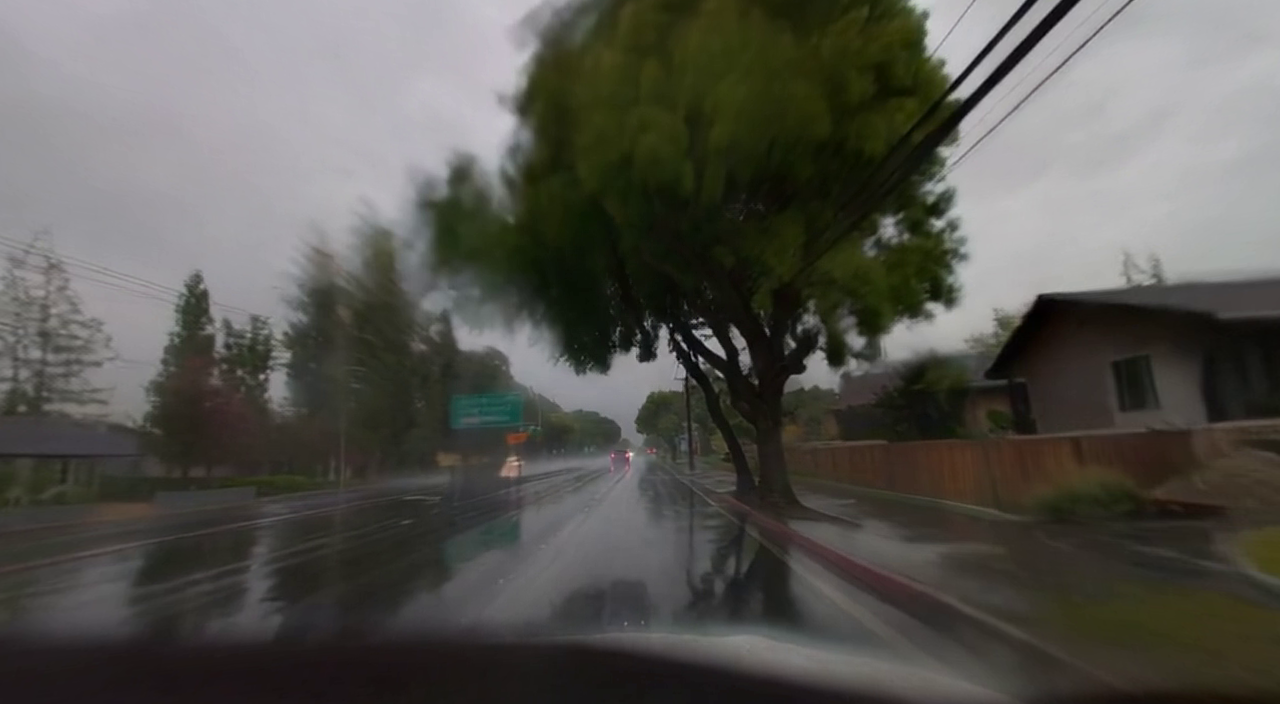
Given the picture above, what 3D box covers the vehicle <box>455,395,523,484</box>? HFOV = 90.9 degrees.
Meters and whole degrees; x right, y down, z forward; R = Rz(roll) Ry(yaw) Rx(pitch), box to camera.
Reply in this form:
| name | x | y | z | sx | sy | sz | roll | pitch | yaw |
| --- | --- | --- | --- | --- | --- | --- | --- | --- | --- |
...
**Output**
| name | x | y | z | sx | sy | sz | roll | pitch | yaw |
| --- | --- | --- | --- | --- | --- | --- | --- | --- | --- |
| vehicle | -6.716 | 3.936 | 28.346 | 2.365 | 3.642 | 3.374 | -2 | -9 | -4 |
